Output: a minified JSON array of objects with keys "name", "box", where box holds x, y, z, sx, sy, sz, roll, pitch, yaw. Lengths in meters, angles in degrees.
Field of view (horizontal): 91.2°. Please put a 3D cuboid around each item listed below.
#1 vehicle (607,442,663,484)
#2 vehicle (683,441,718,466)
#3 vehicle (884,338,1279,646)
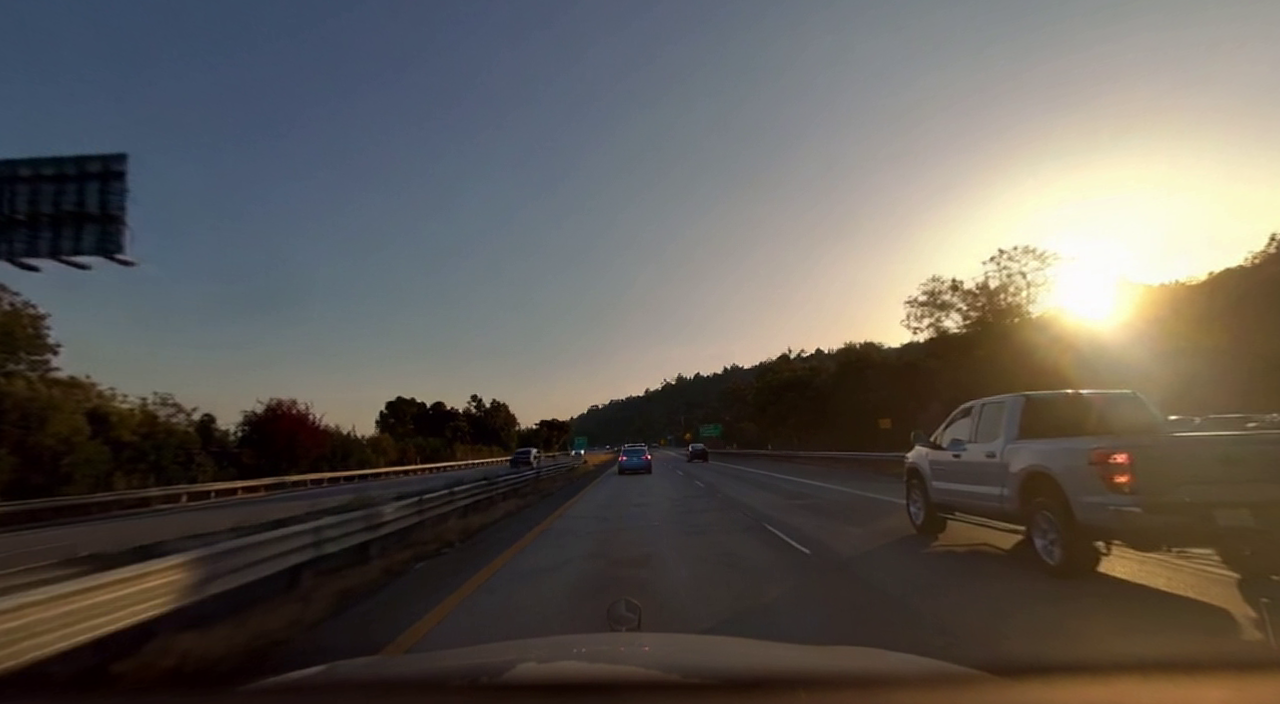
[{"name":"vehicle","box":[-0.185,4.261,24.320,2.029,1.483,3.769,0,-9,0]},{"name":"vehicle","box":[4.116,6.939,42.958,1.936,1.589,3.915,0,-9,-1]},{"name":"vehicle","box":[4.630,1.235,6.436,2.261,1.952,4.784,0,-9,0]}]
